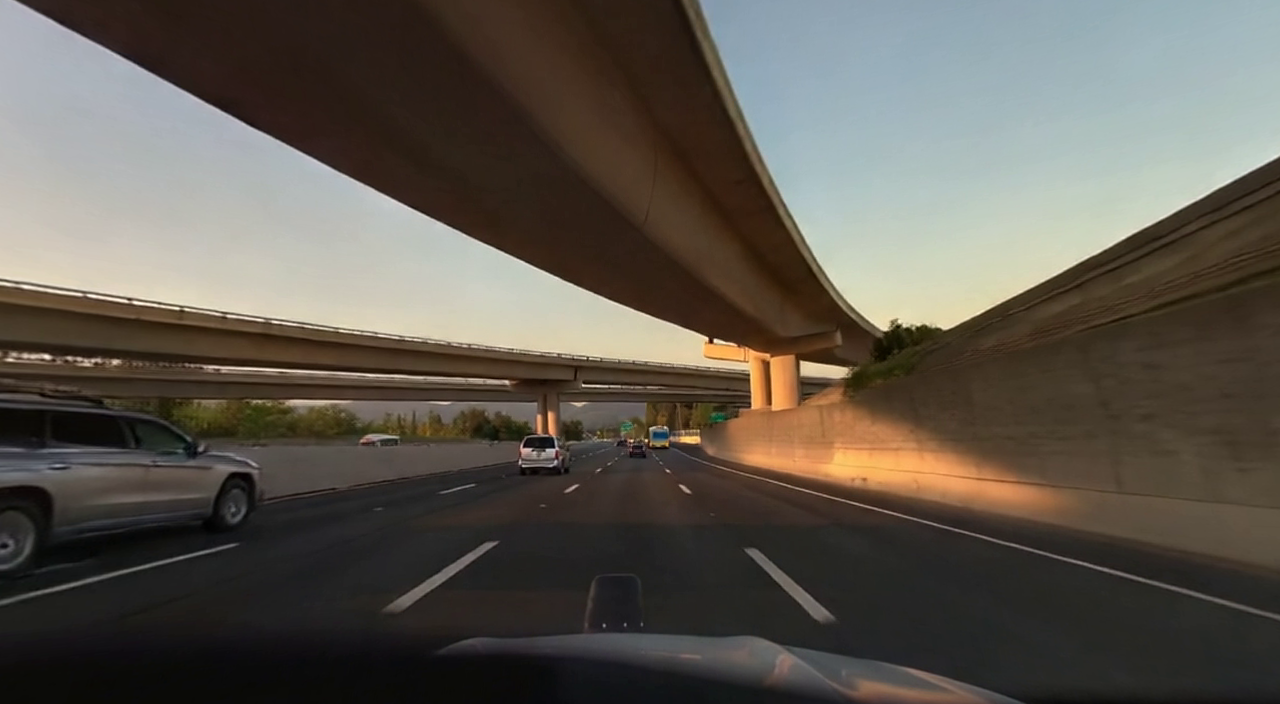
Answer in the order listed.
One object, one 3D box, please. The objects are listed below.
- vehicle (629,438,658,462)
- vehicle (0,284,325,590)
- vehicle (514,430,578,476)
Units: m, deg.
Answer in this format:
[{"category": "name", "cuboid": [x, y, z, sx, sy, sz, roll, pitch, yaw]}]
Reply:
[{"category": "vehicle", "cuboid": [0.240, 7.276, 46.958, 2.052, 1.711, 4.223, 0, -8, -1]}, {"category": "vehicle", "cuboid": [-7.532, 1.109, 8.022, 2.872, 2.890, 7.923, 0, -8, 0]}, {"category": "vehicle", "cuboid": [-4.175, 4.576, 28.758, 2.147, 1.918, 4.834, 0, -8, 0]}]
